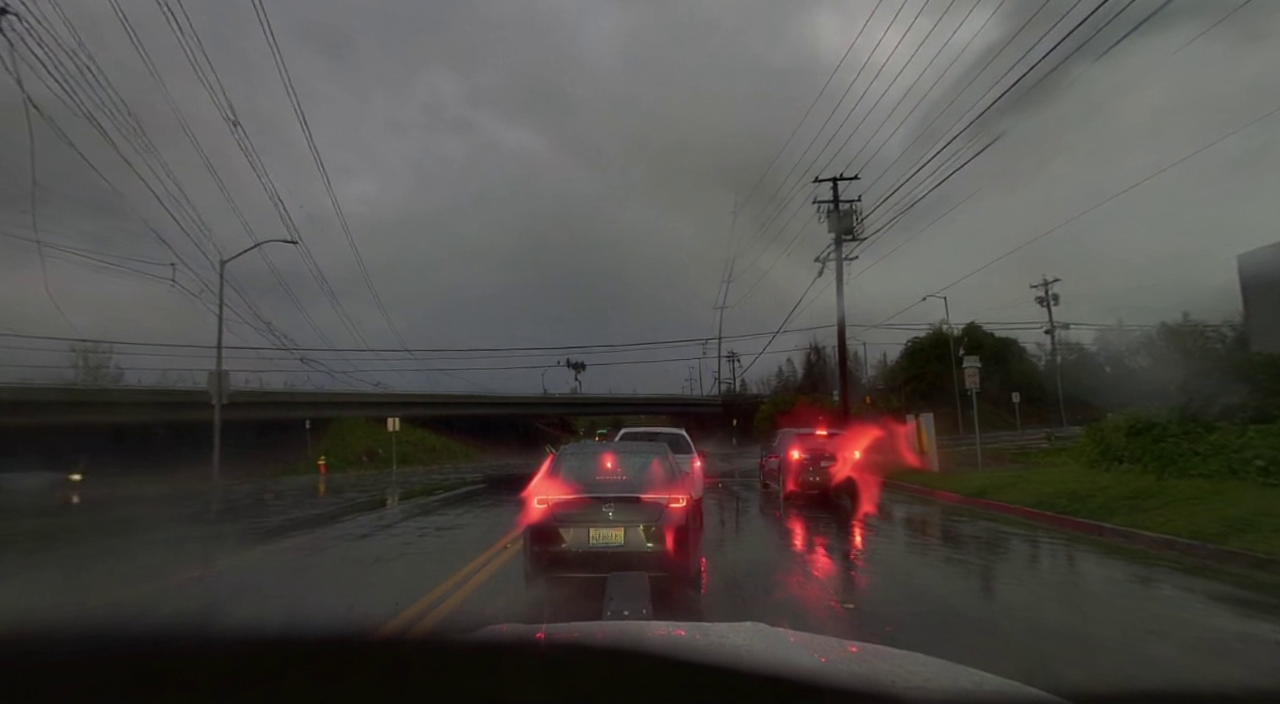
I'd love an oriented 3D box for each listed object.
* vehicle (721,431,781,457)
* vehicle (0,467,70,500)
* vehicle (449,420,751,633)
[{"bbox_3d":[7.669,6.326,43.278,1.901,1.637,4.435,-8,-12,43],"label":"vehicle"},{"bbox_3d":[-32.263,6.677,31.988,1.808,1.539,4.600,-8,-11,40],"label":"vehicle"},{"bbox_3d":[-0.239,1.524,6.460,2.090,1.458,4.033,-1,-9,1],"label":"vehicle"}]
